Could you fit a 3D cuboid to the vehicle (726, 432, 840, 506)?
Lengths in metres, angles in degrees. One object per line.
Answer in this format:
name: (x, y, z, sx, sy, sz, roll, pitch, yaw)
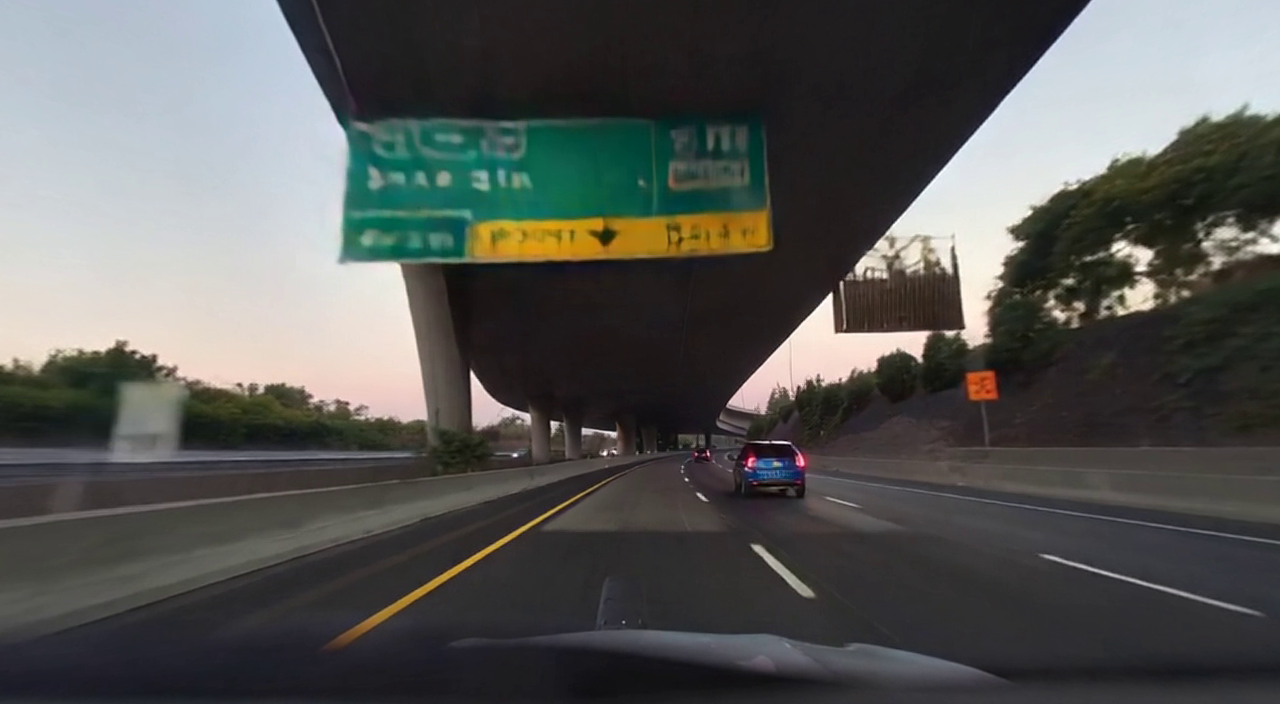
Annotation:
vehicle: (3.707, 3.125, 17.253, 2.143, 1.730, 4.303, 0, -9, 1)
